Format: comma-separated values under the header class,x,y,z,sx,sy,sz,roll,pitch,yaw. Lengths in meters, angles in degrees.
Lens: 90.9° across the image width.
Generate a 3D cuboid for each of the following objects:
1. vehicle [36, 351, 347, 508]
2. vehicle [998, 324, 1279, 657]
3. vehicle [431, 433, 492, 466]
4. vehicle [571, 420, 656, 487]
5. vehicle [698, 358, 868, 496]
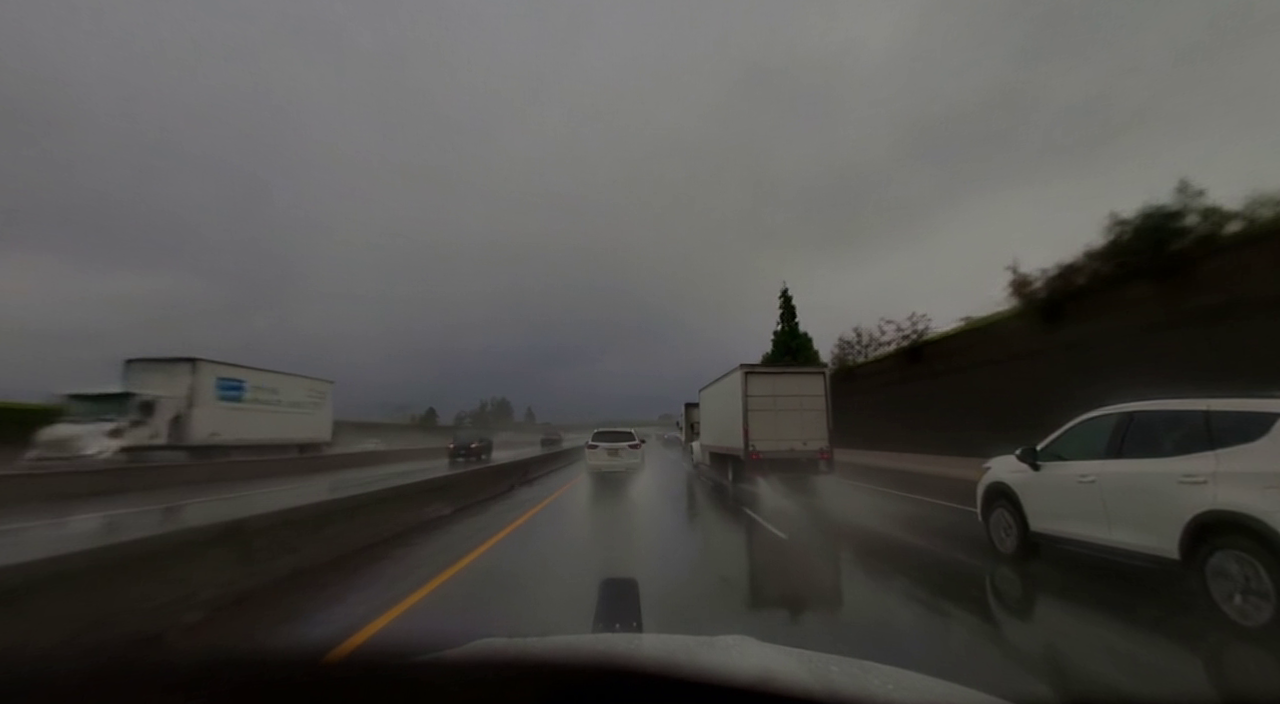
class,x,y,z,sx,sy,sz,roll,pitch,yaw
vehicle,-13.727,2.616,21.136,2.904,3.961,10.187,0,-8,0
vehicle,4.691,0.897,4.388,2.011,1.905,3.905,0,-8,-1
vehicle,-8.988,4.909,32.108,1.911,1.570,4.036,0,-7,1
vehicle,-0.656,2.759,17.516,2.082,1.638,4.055,0,-7,0
vehicle,3.531,2.186,18.134,2.723,3.027,8.478,0,-7,-1
